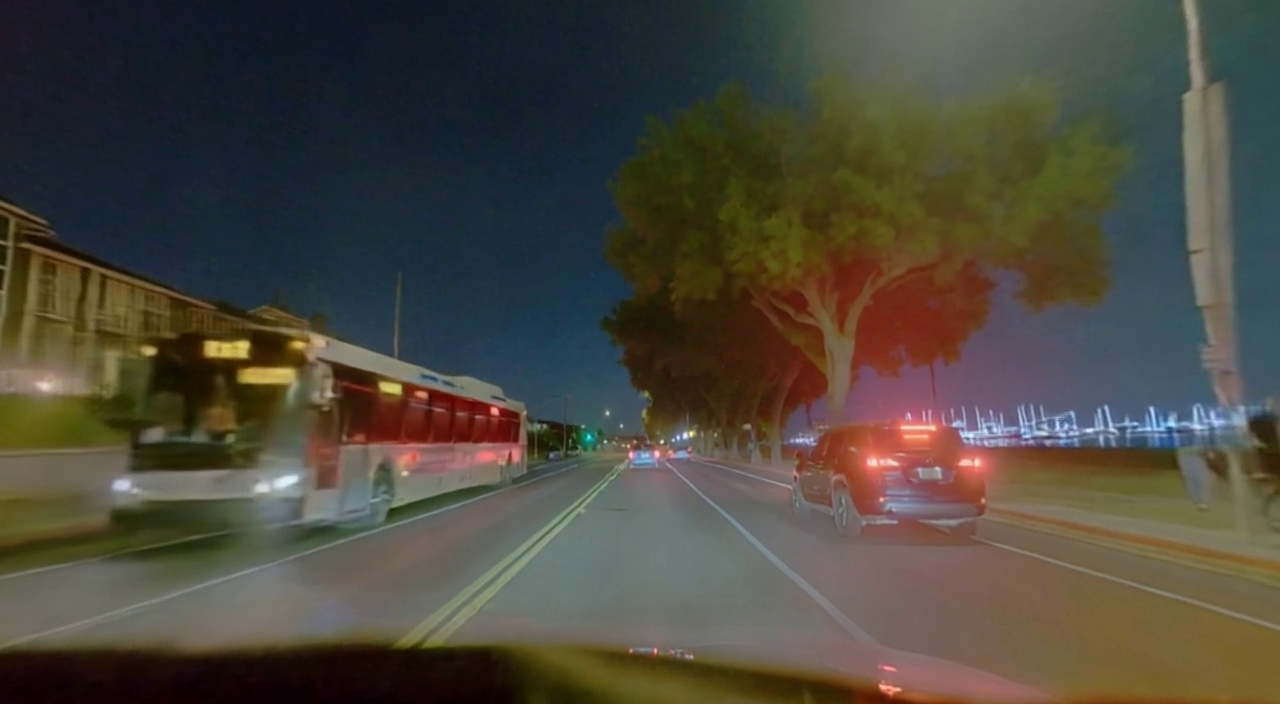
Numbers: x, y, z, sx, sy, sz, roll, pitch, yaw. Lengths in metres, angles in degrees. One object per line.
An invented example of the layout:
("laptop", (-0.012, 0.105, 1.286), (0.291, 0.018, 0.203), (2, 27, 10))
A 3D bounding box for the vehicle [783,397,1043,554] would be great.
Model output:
("vehicle", (3.695, 1.764, 9.643), (2.000, 1.809, 4.405), (-1, -8, 0))

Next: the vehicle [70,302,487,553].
("vehicle", (-6.271, 1.741, 13.851), (3.102, 3.524, 9.830), (-1, -8, 1))

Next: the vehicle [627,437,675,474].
("vehicle", (0.472, 4.893, 30.094), (2.132, 1.632, 3.838), (0, -8, 0))
